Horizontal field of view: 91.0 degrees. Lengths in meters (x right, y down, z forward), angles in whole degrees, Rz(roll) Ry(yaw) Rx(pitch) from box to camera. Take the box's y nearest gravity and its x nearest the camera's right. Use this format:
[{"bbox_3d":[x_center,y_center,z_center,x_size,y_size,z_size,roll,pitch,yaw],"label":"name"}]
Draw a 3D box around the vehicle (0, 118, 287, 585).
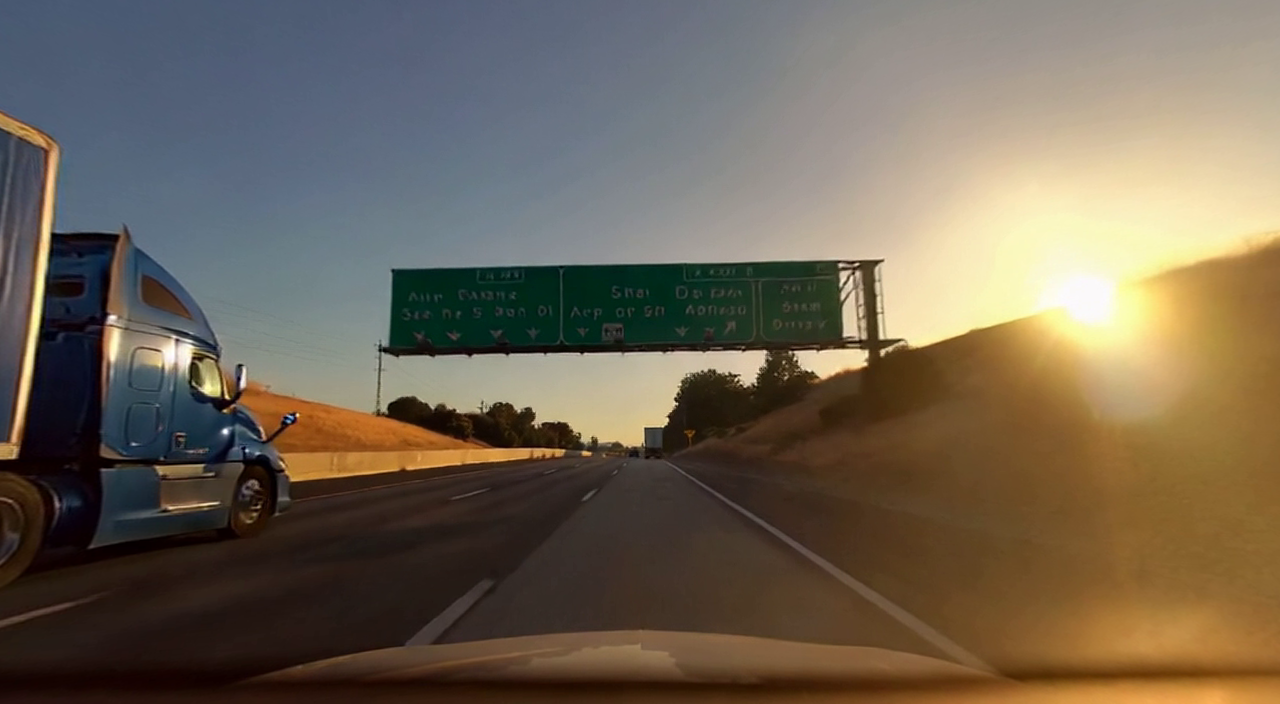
[{"bbox_3d":[-6.989,-0.067,5.021,2.996,3.947,8.600,0,-9,2],"label":"vehicle"}]
